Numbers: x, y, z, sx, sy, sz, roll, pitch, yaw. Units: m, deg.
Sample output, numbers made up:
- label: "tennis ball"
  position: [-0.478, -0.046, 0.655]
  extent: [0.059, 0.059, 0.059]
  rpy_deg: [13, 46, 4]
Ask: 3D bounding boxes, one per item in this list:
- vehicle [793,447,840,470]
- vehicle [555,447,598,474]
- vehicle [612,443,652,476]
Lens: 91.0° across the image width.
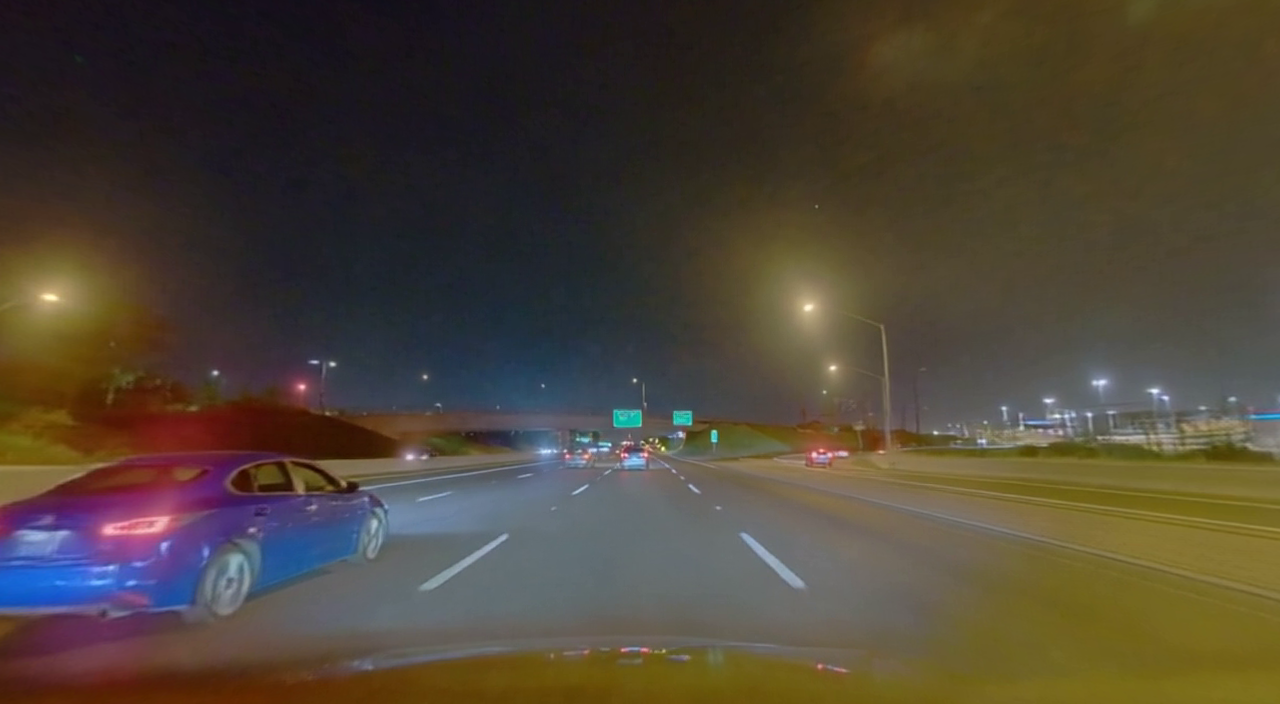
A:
- label: "vehicle"
  position: [13.864, 8.376, 49.749]
  extent: [2.246, 1.760, 4.640]
  rpy_deg: [0, -9, -1]
- label: "vehicle"
  position: [-3.848, 6.654, 38.835]
  extent: [2.071, 1.553, 4.388]
  rpy_deg: [0, -9, 2]
- label: "vehicle"
  position: [-0.373, 5.910, 34.889]
  extent: [2.102, 1.692, 4.057]
  rpy_deg: [0, -9, 1]
